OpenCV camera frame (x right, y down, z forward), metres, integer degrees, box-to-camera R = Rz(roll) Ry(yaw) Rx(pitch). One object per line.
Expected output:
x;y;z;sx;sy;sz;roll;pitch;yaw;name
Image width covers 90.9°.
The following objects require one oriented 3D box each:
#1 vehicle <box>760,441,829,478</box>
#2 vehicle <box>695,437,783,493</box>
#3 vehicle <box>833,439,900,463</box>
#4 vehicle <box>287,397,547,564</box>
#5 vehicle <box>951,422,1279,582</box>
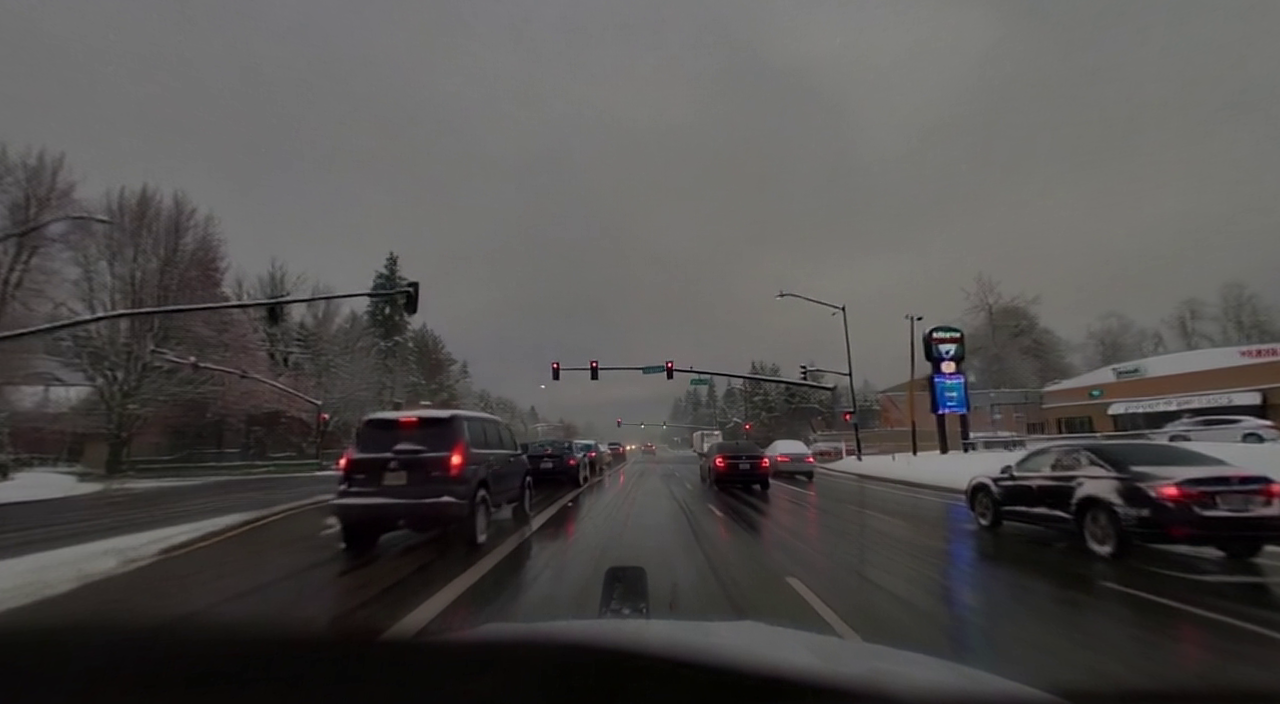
7.095;4.987;29.547;2.070;1.547;4.941;0;-9;1;vehicle
2.885;3.429;19.393;2.004;1.512;4.206;0;-9;0;vehicle
16.258;7.109;45.182;4.337;1.614;2.043;4;-10;-29;vehicle
-2.761;1.738;9.143;2.117;1.799;4.442;0;-9;0;vehicle
6.371;1.825;8.563;1.881;1.540;4.750;0;-9;1;vehicle
